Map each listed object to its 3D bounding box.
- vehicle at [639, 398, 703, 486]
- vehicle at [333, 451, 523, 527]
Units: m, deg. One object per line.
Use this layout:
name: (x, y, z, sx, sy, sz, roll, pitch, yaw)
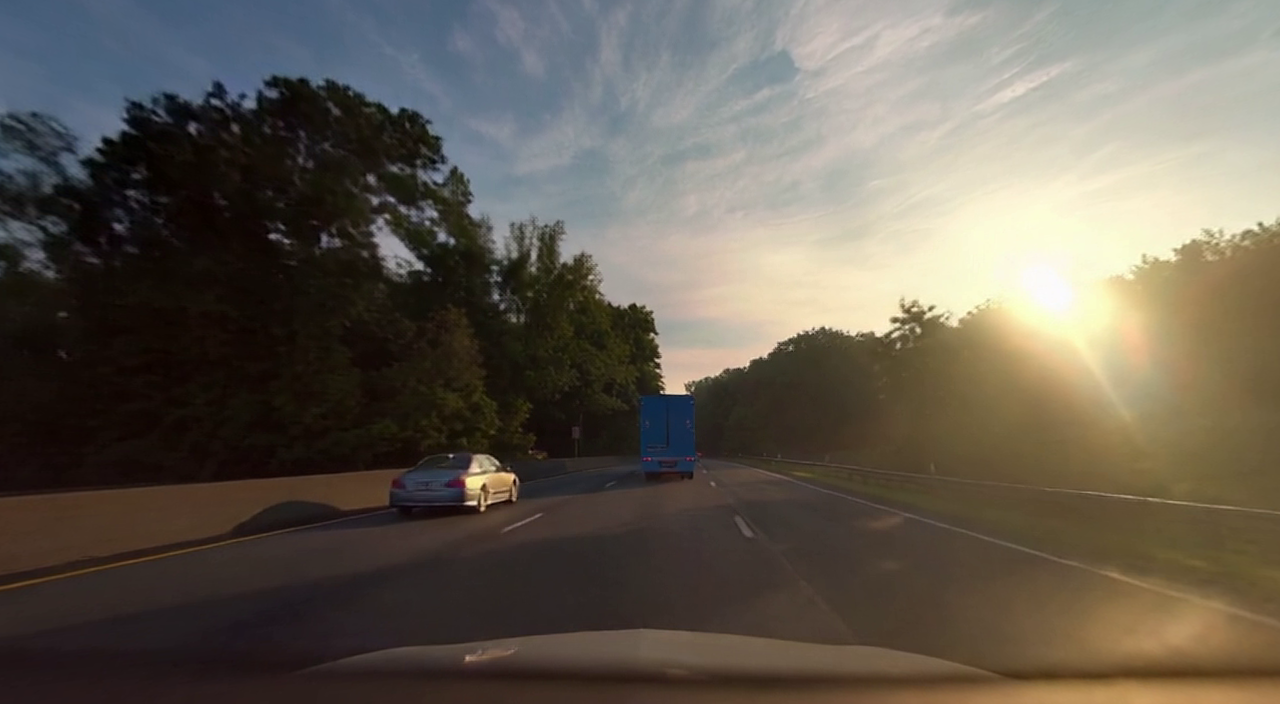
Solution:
vehicle: (1.799, 4.717, 32.633, 2.821, 3.878, 8.925, -1, -9, 6)
vehicle: (-4.314, 2.867, 13.915, 2.133, 1.358, 4.870, -1, -9, 5)
